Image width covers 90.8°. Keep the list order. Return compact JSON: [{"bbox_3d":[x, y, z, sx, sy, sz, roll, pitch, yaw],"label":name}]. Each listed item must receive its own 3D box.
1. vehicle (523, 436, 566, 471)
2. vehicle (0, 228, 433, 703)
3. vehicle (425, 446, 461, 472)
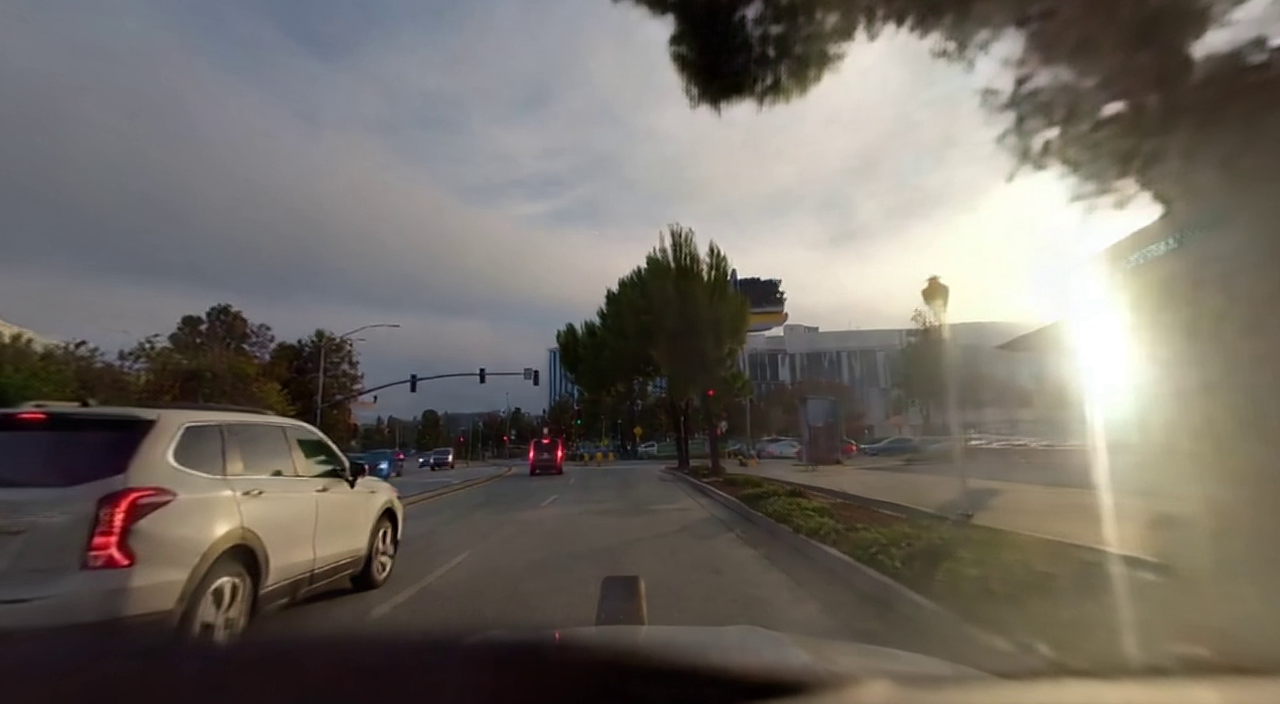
[{"bbox_3d":[-5.302,5.689,35.646,2.134,1.799,5.082,1,-9,-6],"label":"vehicle"},{"bbox_3d":[-3.357,0.761,3.437,2.509,1.885,5.831,0,-9,0],"label":"vehicle"},{"bbox_3d":[-13.102,7.110,42.254,1.925,1.631,4.250,2,-9,-12],"label":"vehicle"}]
